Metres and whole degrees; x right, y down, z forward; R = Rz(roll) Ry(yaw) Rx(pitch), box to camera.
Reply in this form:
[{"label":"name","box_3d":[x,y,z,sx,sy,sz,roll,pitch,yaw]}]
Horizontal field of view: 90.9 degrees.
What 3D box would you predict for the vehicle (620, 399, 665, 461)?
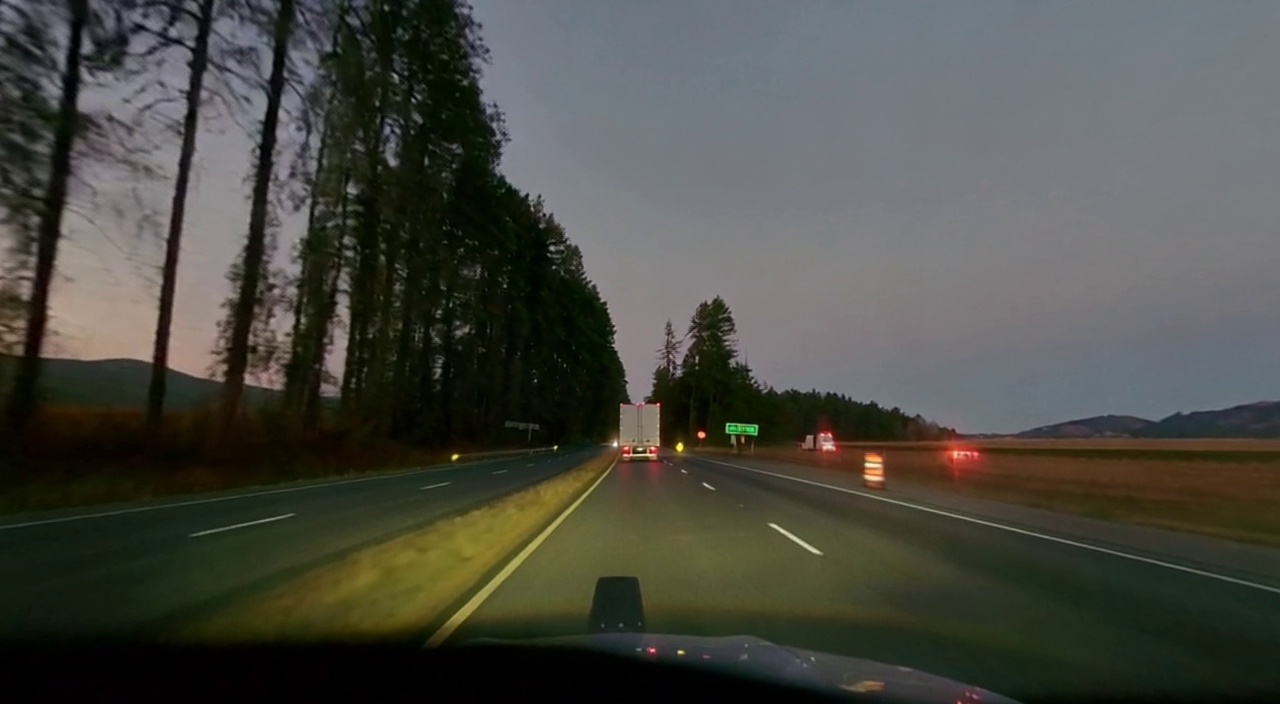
[{"label":"vehicle","box_3d":[0.013,5.974,47.161,2.935,4.068,11.036,0,-8,-2]}]
